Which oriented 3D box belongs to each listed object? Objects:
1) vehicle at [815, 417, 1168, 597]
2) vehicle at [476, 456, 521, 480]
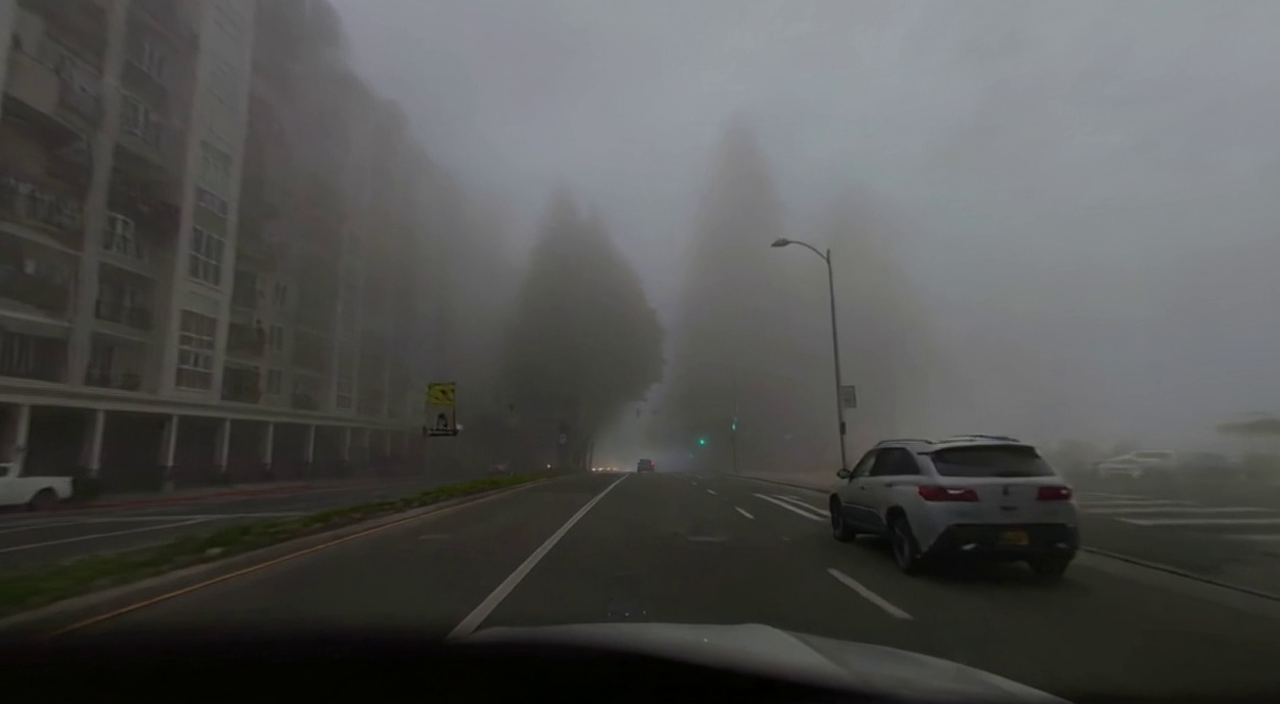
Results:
[{"bbox_3d":[3.682,1.676,7.647,1.949,1.583,3.996,0,-9,0],"label":"vehicle"},{"bbox_3d":[-9.937,8.170,44.646,1.957,1.482,4.706,-1,-9,3],"label":"vehicle"}]
